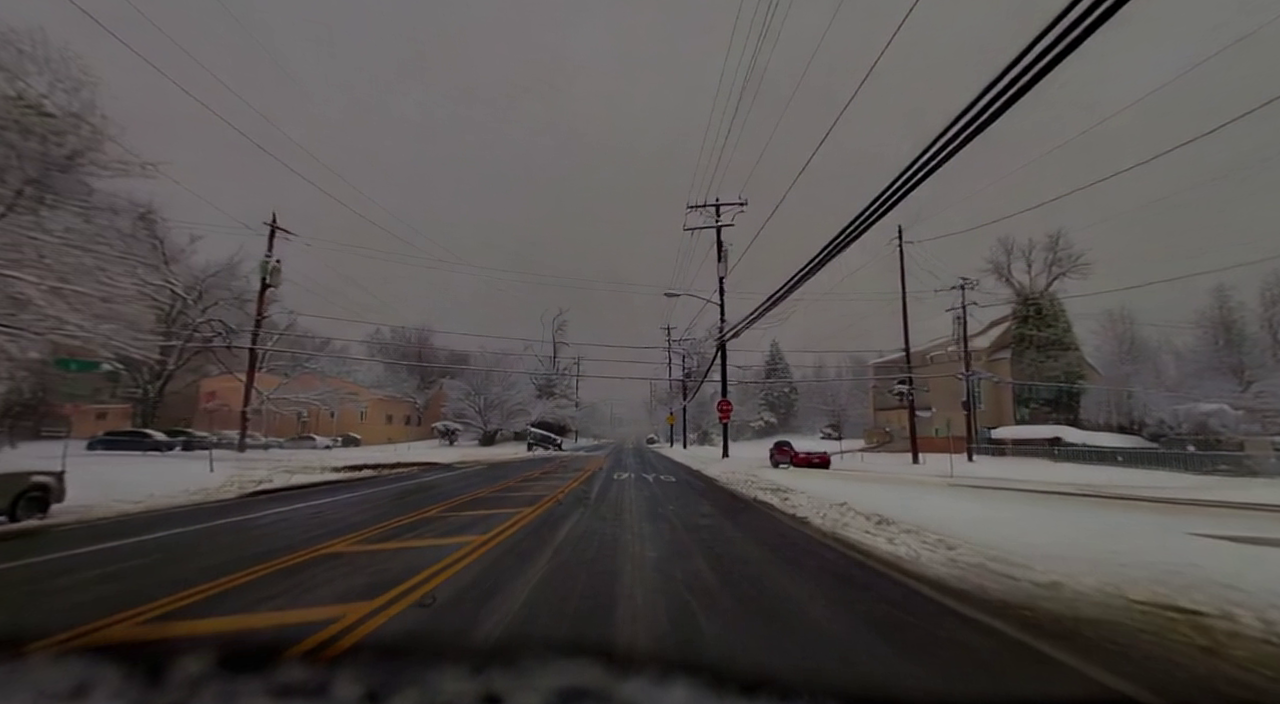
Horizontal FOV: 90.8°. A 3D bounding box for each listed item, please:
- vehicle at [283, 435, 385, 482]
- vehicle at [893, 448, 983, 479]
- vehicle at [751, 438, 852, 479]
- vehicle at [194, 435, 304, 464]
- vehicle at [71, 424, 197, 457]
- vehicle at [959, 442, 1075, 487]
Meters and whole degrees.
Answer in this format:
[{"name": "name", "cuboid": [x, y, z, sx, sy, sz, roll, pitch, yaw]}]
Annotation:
[{"name": "vehicle", "cuboid": [-12.942, 4.534, 27.173, 1.940, 1.789, 5.086, 0, -9, -2]}, {"name": "vehicle", "cuboid": [15.275, 5.705, 32.645, 1.909, 1.460, 4.282, 2, -9, -12]}, {"name": "vehicle", "cuboid": [6.353, 4.252, 25.451, 2.081, 1.496, 4.490, 2, -9, -13]}, {"name": "vehicle", "cuboid": [-21.458, 5.364, 34.837, 4.647, 1.515, 2.009, 1, -9, -6]}, {"name": "vehicle", "cuboid": [-27.201, 4.792, 34.123, 4.842, 1.690, 1.938, 1, -9, -9]}, {"name": "vehicle", "cuboid": [16.393, 4.890, 27.754, 1.847, 1.682, 4.419, 5, -9, -11]}]
